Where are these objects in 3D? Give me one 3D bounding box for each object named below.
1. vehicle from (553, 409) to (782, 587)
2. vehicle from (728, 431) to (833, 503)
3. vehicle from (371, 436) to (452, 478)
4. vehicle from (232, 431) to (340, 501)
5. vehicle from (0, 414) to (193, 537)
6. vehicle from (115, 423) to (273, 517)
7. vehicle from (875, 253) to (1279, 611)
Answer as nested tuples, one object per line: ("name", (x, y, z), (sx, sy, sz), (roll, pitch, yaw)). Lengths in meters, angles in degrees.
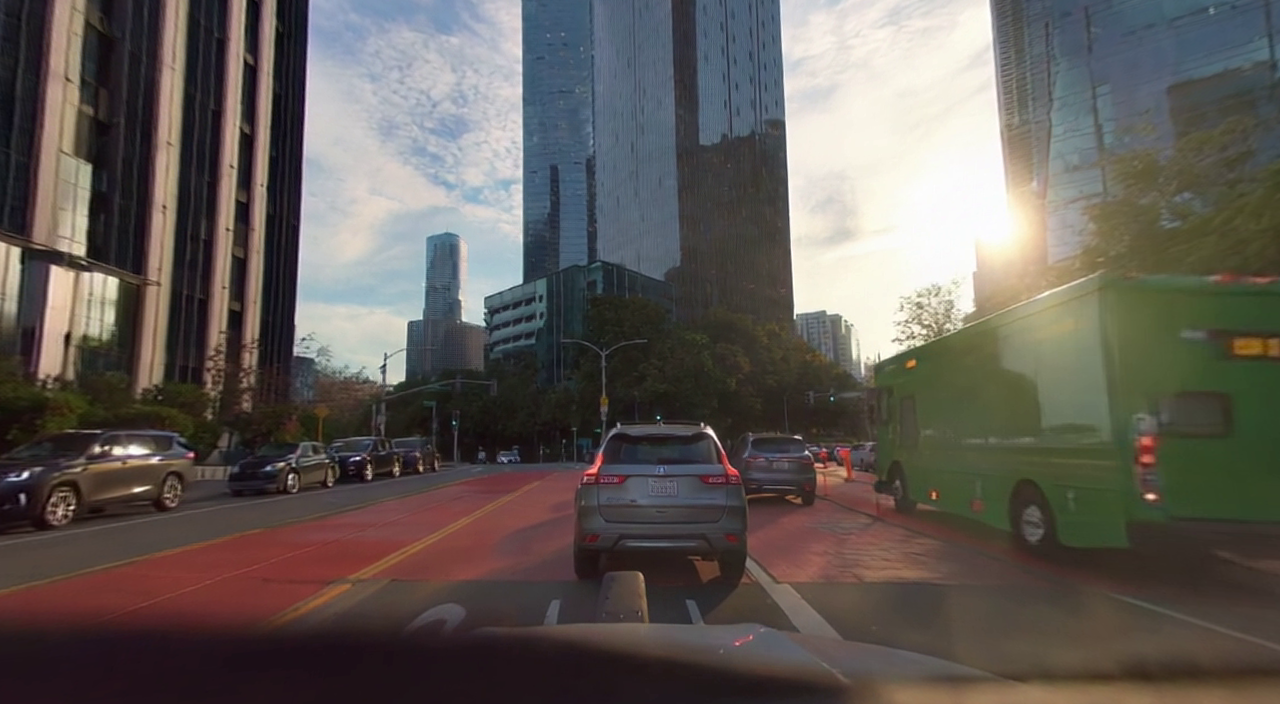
("vehicle", (0.324, 1.713, 8.232), (2.192, 1.695, 4.142), (0, -8, 2))
("vehicle", (3.850, 3.236, 18.255), (2.143, 1.793, 4.763), (0, -8, 3))
("vehicle", (-11.659, 5.405, 32.754), (2.338, 1.963, 5.740), (0, -8, -3))
("vehicle", (-10.967, 3.510, 19.850), (1.559, 1.973, 3.419), (1, -8, -4))
("vehicle", (-10.332, 2.220, 11.825), (1.543, 1.946, 3.454), (1, -9, -5))
("vehicle", (-10.667, 2.816, 15.434), (1.482, 2.019, 3.297), (0, -8, -3))
("vehicle", (6.310, 1.194, 9.281), (3.113, 3.116, 7.650), (-1, -8, 3))
